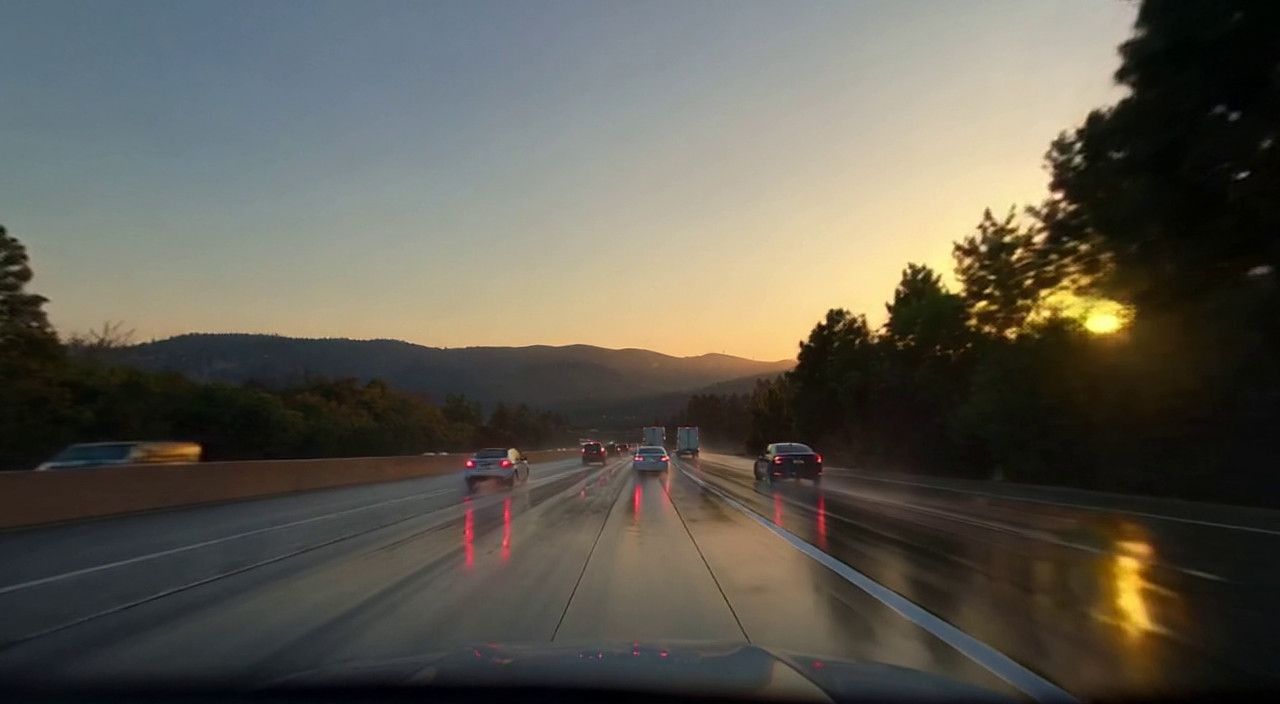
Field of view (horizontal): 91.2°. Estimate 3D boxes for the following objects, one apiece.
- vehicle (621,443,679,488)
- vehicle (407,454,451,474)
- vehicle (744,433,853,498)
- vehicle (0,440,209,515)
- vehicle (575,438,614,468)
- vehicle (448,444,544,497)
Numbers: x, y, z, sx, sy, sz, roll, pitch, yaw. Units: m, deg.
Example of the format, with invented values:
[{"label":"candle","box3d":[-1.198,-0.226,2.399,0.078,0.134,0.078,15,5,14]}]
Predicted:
[{"label":"vehicle","box3d":[0.343,4.285,24.006,2.015,1.526,4.286,0,-9,0]},{"label":"vehicle","box3d":[-16.343,8.670,48.669,1.912,1.478,4.106,-1,-9,1]},{"label":"vehicle","box3d":[4.397,3.229,18.166,2.018,1.639,4.149,0,-9,-1]},{"label":"vehicle","box3d":[-16.077,3.740,19.220,2.126,1.959,4.926,0,-9,0]},{"label":"vehicle","box3d":[-3.108,7.042,43.696,2.230,1.973,4.403,-1,-9,2]},{"label":"vehicle","box3d":[-4.414,3.696,19.958,1.967,1.473,4.439,-1,-9,1]}]
